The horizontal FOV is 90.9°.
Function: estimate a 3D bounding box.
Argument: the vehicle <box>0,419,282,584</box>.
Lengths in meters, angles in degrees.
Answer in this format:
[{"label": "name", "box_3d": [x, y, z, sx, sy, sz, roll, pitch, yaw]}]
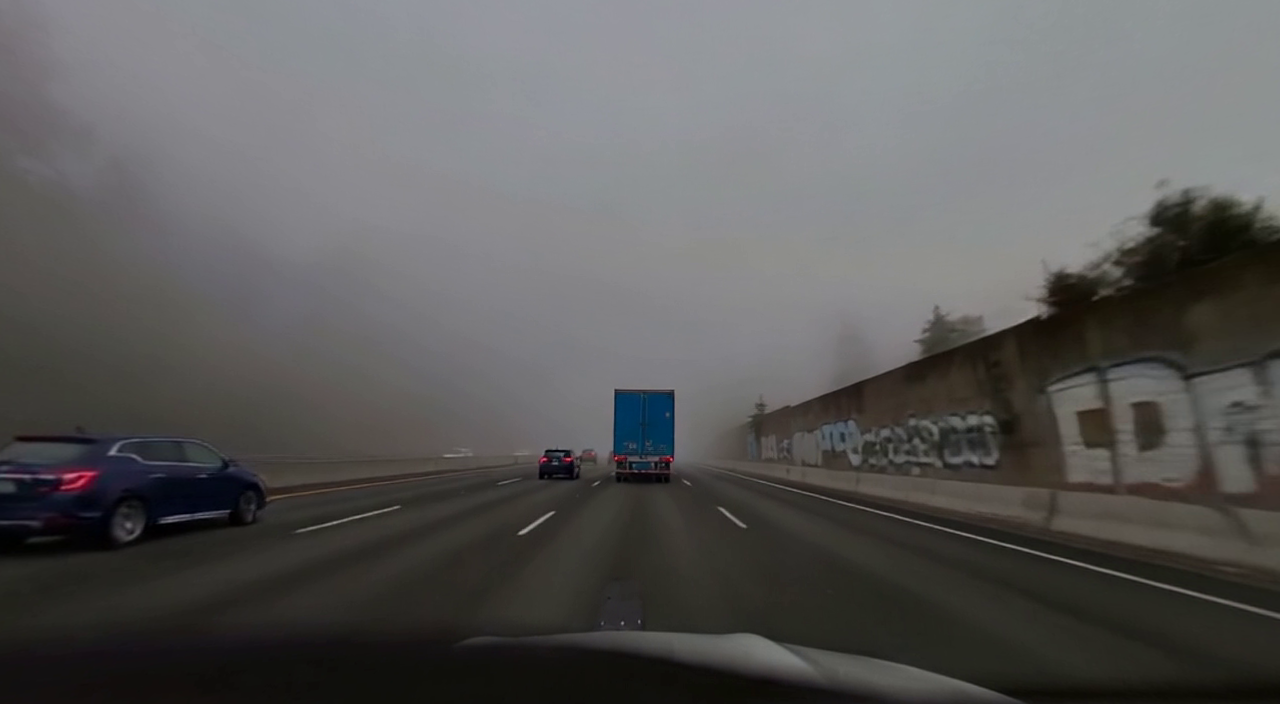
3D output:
[{"label": "vehicle", "box_3d": [-6.906, 1.796, 8.278, 2.005, 1.607, 4.042, 0, -9, 0]}]

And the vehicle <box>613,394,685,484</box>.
[{"label": "vehicle", "box_3d": [0.295, 4.306, 30.608, 2.915, 3.661, 9.741, 0, -9, -1]}]

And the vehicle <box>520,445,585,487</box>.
[{"label": "vehicle", "box_3d": [-3.411, 4.558, 25.416, 2.020, 1.505, 4.171, 0, -9, 0]}]
